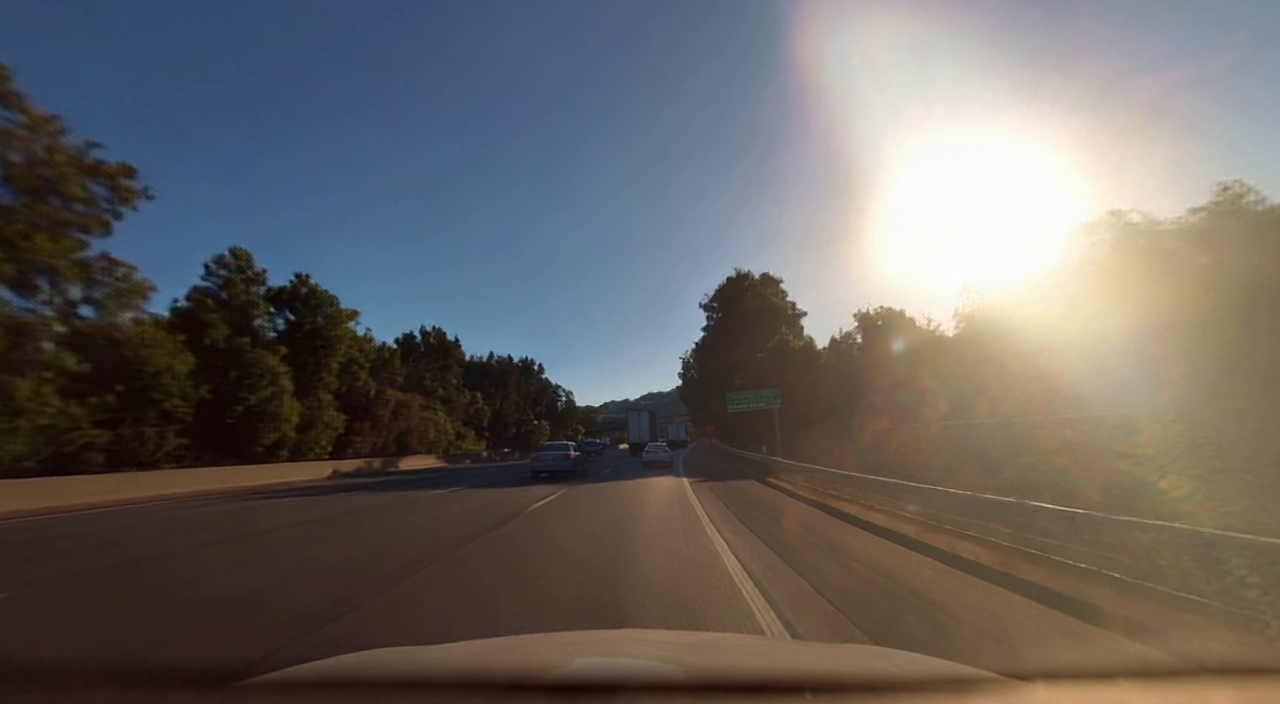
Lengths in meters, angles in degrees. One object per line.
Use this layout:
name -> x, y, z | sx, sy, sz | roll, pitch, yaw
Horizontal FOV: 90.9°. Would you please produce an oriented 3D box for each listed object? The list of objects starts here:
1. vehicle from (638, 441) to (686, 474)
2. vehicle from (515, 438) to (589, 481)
vehicle -> 0.968, 4.632, 27.887 | 1.984, 1.365, 3.767 | 0, -9, 2
vehicle -> -3.243, 4.096, 24.333 | 1.916, 1.486, 4.631 | -1, -9, 4
